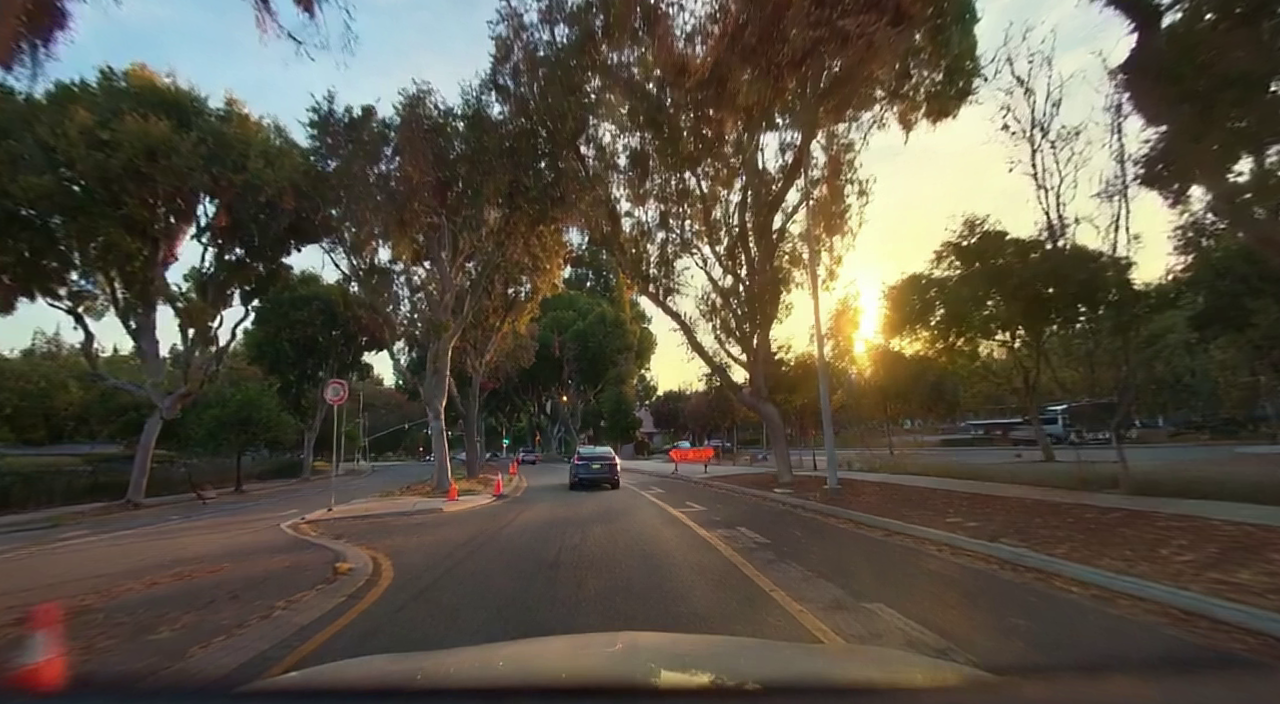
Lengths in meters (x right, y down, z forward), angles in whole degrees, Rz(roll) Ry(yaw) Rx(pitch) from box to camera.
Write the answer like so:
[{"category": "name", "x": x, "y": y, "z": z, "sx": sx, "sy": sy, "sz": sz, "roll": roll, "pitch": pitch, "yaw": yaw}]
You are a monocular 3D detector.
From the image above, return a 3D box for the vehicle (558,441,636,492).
[{"category": "vehicle", "x": -1.582, "y": 3.824, "z": 21.509, "sx": 2.266, "sy": 1.508, "sz": 4.430, "roll": 1, "pitch": -9, "yaw": -9}]
